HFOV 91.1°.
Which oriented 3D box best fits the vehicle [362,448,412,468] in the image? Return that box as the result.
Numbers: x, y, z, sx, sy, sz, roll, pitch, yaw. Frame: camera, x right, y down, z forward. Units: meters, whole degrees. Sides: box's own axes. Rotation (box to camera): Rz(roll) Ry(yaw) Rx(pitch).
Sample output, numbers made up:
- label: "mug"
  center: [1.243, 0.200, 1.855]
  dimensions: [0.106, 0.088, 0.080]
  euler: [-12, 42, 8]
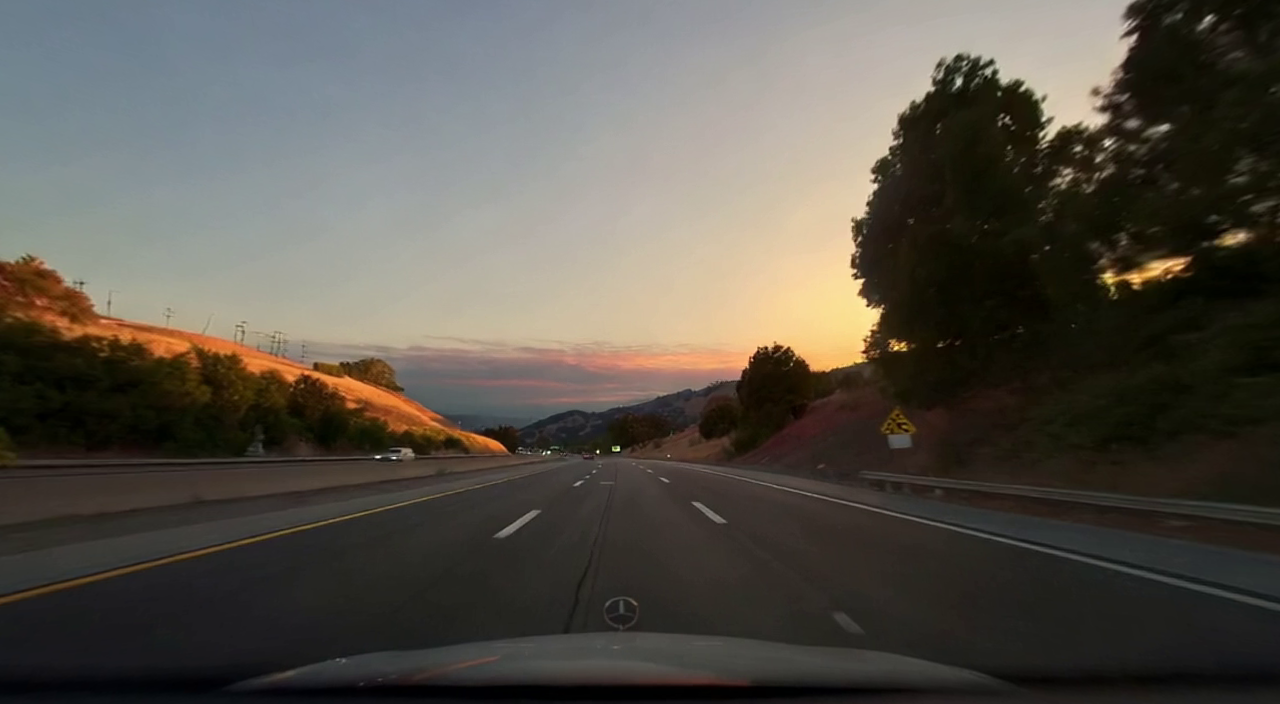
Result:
- label: "vehicle"
  center: [-18.864, 7.904, 47.015]
  dimensions: [1.832, 1.454, 4.661]
  euler: [0, -9, -1]
